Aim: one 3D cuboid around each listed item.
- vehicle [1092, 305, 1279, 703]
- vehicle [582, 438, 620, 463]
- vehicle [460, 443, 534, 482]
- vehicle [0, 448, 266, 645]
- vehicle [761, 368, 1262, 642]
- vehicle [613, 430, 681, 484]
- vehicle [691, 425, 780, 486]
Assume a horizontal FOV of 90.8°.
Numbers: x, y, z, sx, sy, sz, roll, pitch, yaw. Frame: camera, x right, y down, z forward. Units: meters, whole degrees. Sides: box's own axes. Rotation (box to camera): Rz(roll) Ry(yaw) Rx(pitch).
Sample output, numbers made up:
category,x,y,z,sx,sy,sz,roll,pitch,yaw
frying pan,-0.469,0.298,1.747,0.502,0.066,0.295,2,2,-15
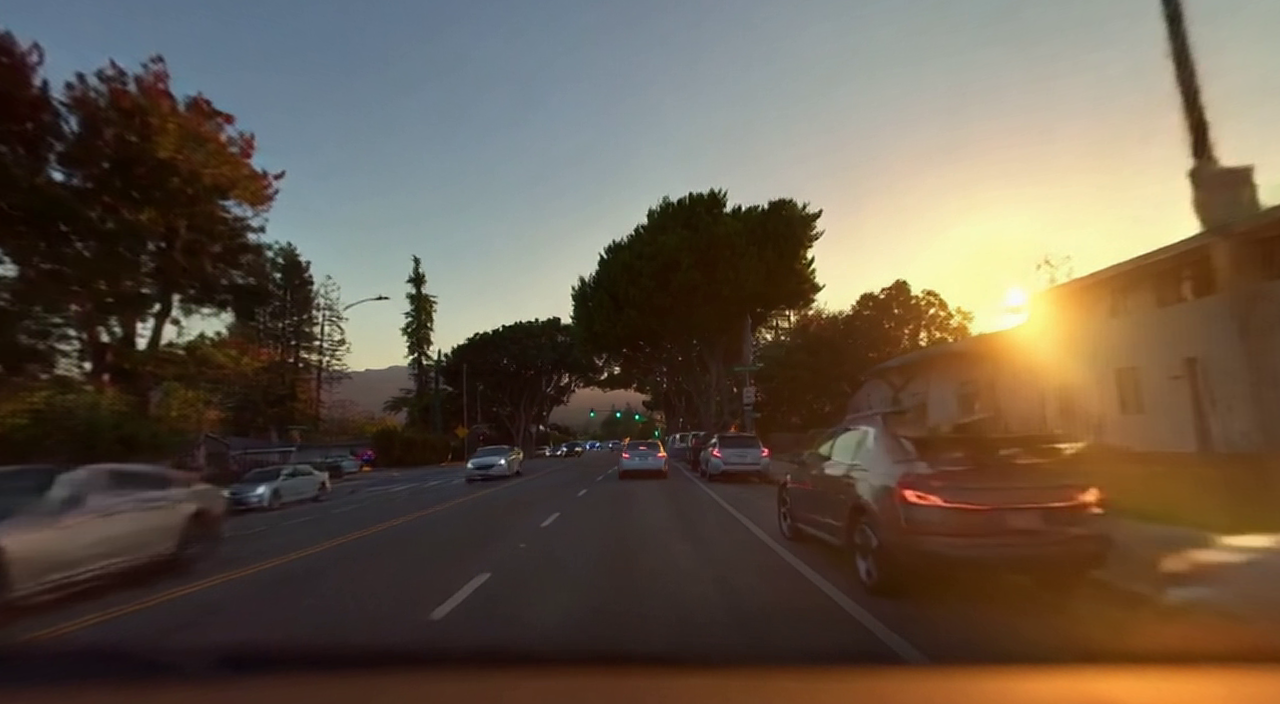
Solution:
category,x,y,z,sx,sy,sz,roll,pitch,yaw
vehicle,2.794,0.486,0.196,1.974,1.696,4.461,0,-8,0
vehicle,-2.522,6.479,41.830,2.117,1.528,4.277,-1,-8,1
vehicle,-5.934,4.627,26.816,1.981,1.498,4.701,-1,-8,1
vehicle,-5.943,1.694,5.943,1.987,1.478,4.693,-2,-8,0
vehicle,2.893,1.332,6.553,2.289,1.782,4.661,0,-8,-1
vehicle,0.183,3.477,21.201,2.041,1.575,4.304,0,-8,0
vehicle,2.938,3.315,20.559,2.060,1.733,4.639,0,-8,-2
